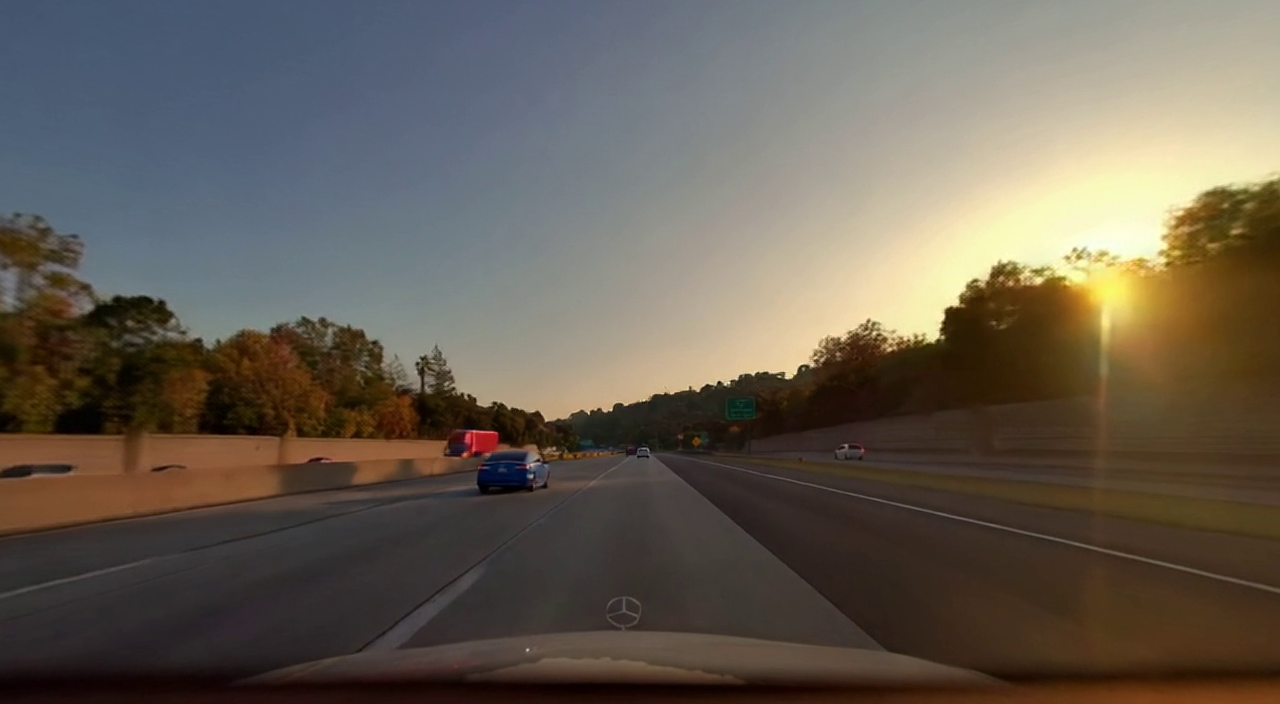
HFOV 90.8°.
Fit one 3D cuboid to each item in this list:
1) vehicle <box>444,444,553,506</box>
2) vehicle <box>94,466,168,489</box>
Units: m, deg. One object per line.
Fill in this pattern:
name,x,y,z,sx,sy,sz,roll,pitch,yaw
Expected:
vehicle,-3.664,3.262,17.206,1.873,1.438,4.546,-1,-9,1
vehicle,-35.365,8.714,43.986,1.724,1.413,4.221,0,-9,-1
